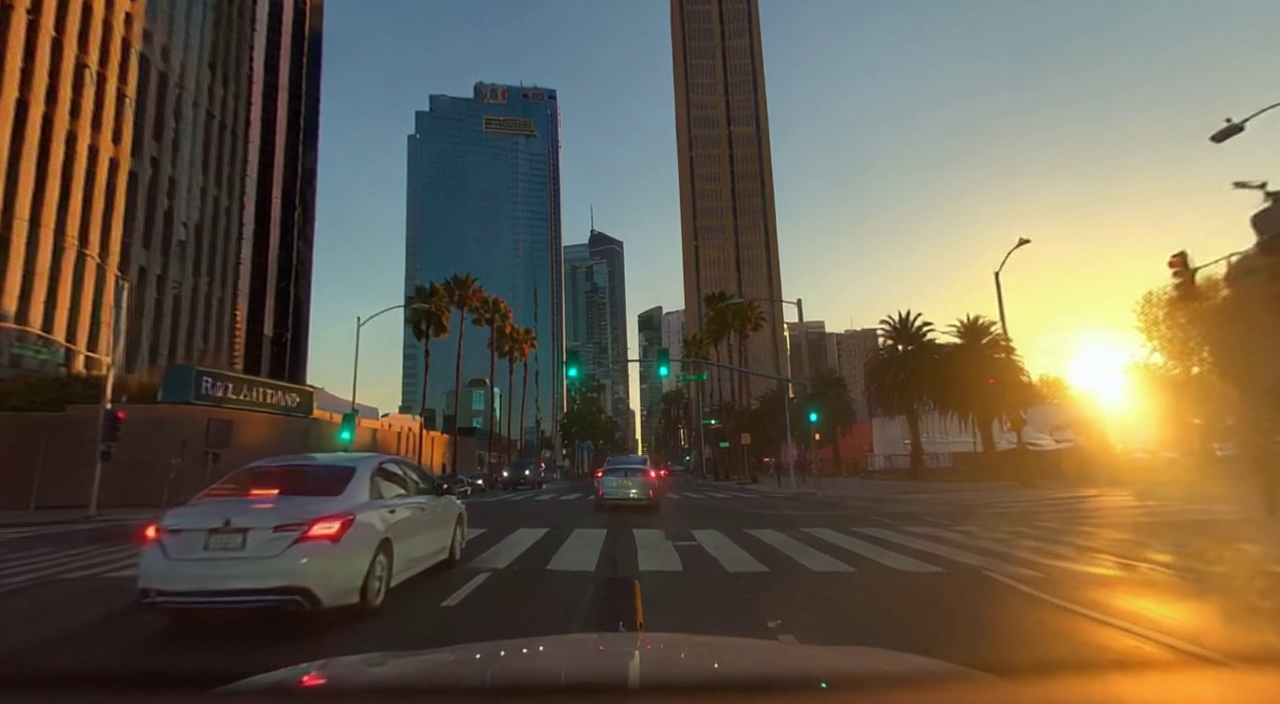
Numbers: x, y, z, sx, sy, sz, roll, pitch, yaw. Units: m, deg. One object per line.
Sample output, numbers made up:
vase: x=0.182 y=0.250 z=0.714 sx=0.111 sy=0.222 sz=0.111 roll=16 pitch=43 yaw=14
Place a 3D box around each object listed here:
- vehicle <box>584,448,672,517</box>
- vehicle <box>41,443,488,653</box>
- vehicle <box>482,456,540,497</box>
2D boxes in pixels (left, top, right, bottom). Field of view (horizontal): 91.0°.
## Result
vehicle: x=-0.310 y=3.466 z=17.270 sx=2.145 sy=1.632 sz=3.972 roll=0 pitch=-9 yaw=-1
vehicle: x=-3.303 y=1.780 z=6.975 sx=2.096 sy=1.492 sz=4.666 roll=0 pitch=-9 yaw=0
vehicle: x=-6.706 y=6.486 z=33.253 sx=2.070 sy=1.893 sz=4.738 roll=0 pitch=-9 yaw=0
